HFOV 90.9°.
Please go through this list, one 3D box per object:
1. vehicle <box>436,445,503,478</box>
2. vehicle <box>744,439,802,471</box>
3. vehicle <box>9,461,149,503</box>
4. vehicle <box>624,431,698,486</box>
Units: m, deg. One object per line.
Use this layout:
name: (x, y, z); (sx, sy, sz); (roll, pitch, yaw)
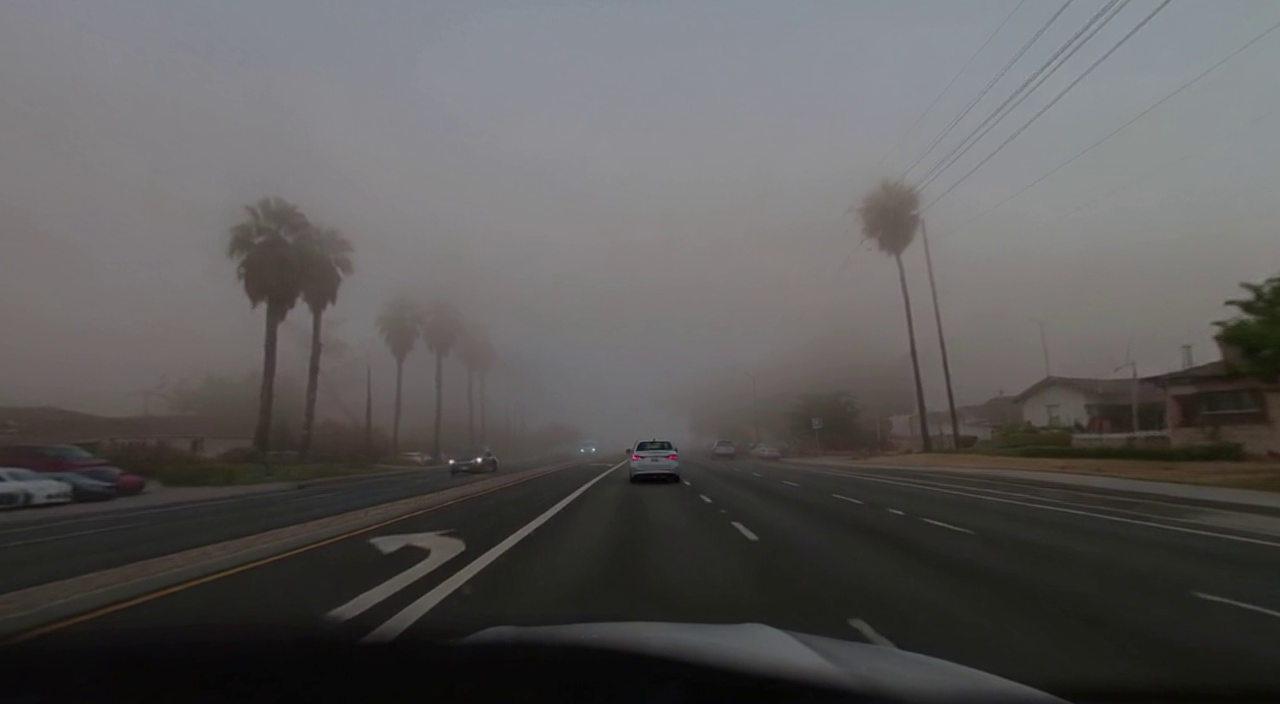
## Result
vehicle: (-8.288, 5.358, 31.118); (1.951, 1.499, 4.710); (0, -8, 1)
vehicle: (6.595, 5.162, 31.746); (1.897, 1.477, 4.360); (0, -8, 0)
vehicle: (-23.492, 5.421, 26.668); (1.834, 1.499, 4.346); (0, -8, 1)
vehicle: (0.609, 3.601, 21.637); (2.289, 1.679, 4.180); (0, -8, -1)
